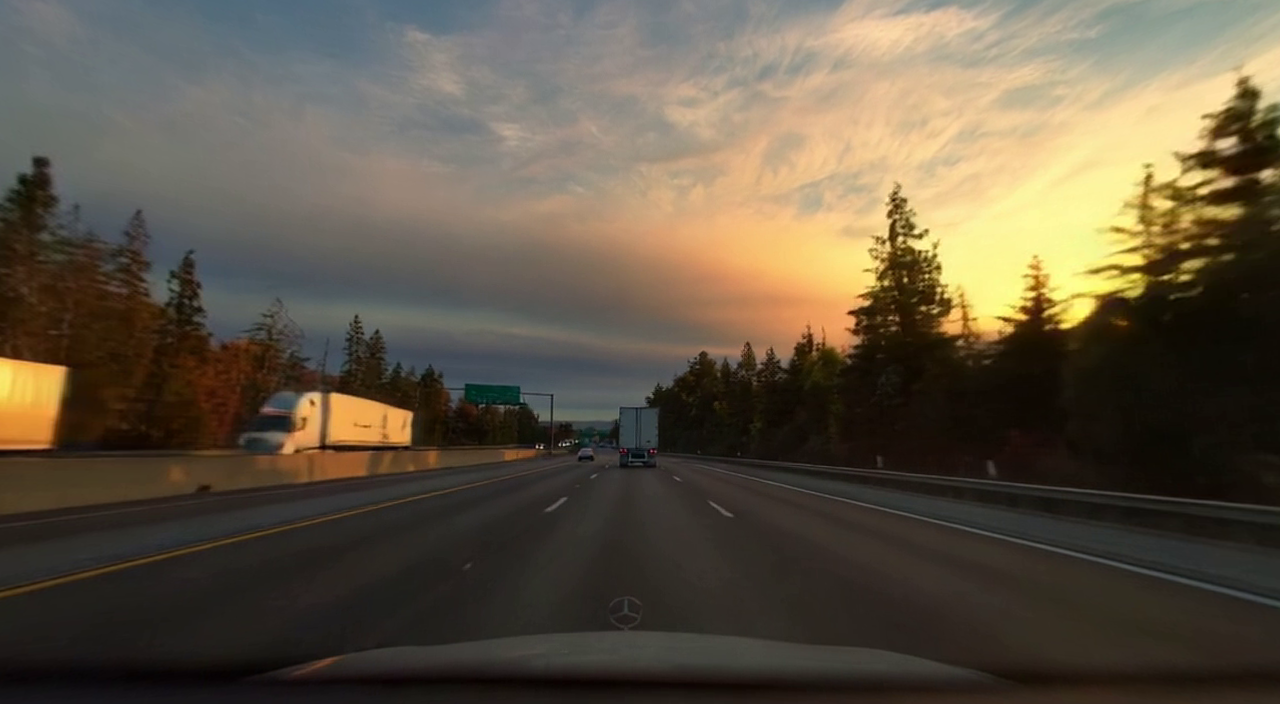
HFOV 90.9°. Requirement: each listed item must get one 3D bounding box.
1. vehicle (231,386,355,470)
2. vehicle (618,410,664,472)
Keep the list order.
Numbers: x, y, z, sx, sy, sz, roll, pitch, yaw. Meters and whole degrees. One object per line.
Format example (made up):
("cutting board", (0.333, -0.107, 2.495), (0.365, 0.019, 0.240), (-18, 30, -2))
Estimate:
("vehicle", (-17.483, 3.973, 32.342), (2.981, 3.909, 5.851), (0, -9, -1))
("vehicle", (-0.121, 6.593, 46.288), (2.962, 3.953, 10.696), (0, -9, -2))
